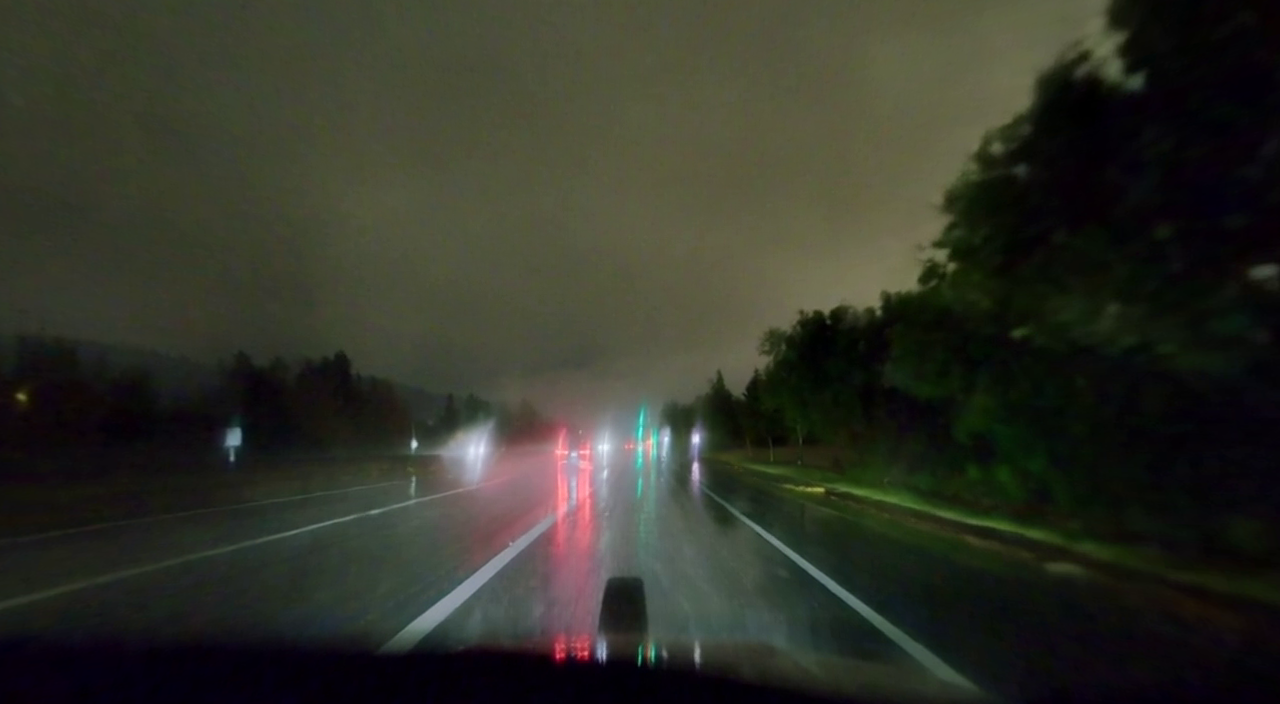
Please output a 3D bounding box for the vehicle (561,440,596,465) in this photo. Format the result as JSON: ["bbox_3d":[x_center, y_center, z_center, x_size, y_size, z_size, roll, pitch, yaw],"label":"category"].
[{"bbox_3d":[-3.804,6.336,39.790,1.786,1.488,4.023,0,-8,1],"label":"vehicle"}]
